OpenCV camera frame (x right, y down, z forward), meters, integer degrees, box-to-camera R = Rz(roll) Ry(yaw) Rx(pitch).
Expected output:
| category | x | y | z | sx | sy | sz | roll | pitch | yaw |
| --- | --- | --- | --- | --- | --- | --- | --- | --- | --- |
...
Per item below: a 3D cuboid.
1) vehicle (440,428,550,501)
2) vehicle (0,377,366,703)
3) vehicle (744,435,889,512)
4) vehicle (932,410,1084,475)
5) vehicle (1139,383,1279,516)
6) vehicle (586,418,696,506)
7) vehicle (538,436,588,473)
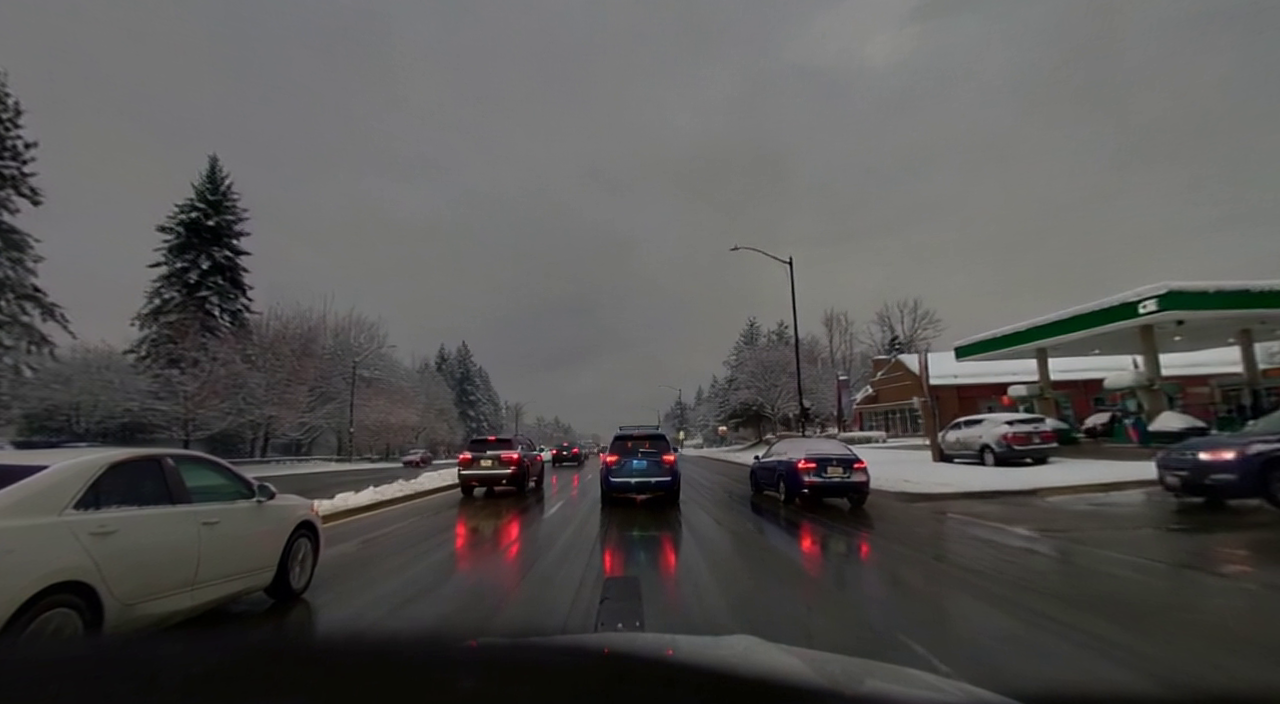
| category | x | y | z | sx | sy | sz | roll | pitch | yaw |
| --- | --- | --- | --- | --- | --- | --- | --- | --- | --- |
| vehicle | -3.727 | 2.961 | 17.021 | 1.932 | 1.695 | 4.150 | 0 | -8 | 1 |
| vehicle | -3.616 | 1.125 | 4.122 | 1.864 | 1.574 | 4.031 | 0 | -8 | -1 |
| vehicle | 3.778 | 2.670 | 14.492 | 1.888 | 1.456 | 4.589 | 0 | -8 | -2 |
| vehicle | 11.914 | 3.007 | 20.964 | 2.102 | 1.887 | 4.673 | 0 | -8 | -1 |
| vehicle | 11.611 | 1.402 | 9.580 | 5.966 | 1.991 | 2.353 | -10 | -12 | 41 |
| vehicle | 0.006 | 2.603 | 15.275 | 2.279 | 1.803 | 4.254 | 0 | -8 | 0 |
| vehicle | -3.618 | 4.915 | 30.444 | 1.871 | 1.673 | 3.920 | 0 | -8 | 1 |
